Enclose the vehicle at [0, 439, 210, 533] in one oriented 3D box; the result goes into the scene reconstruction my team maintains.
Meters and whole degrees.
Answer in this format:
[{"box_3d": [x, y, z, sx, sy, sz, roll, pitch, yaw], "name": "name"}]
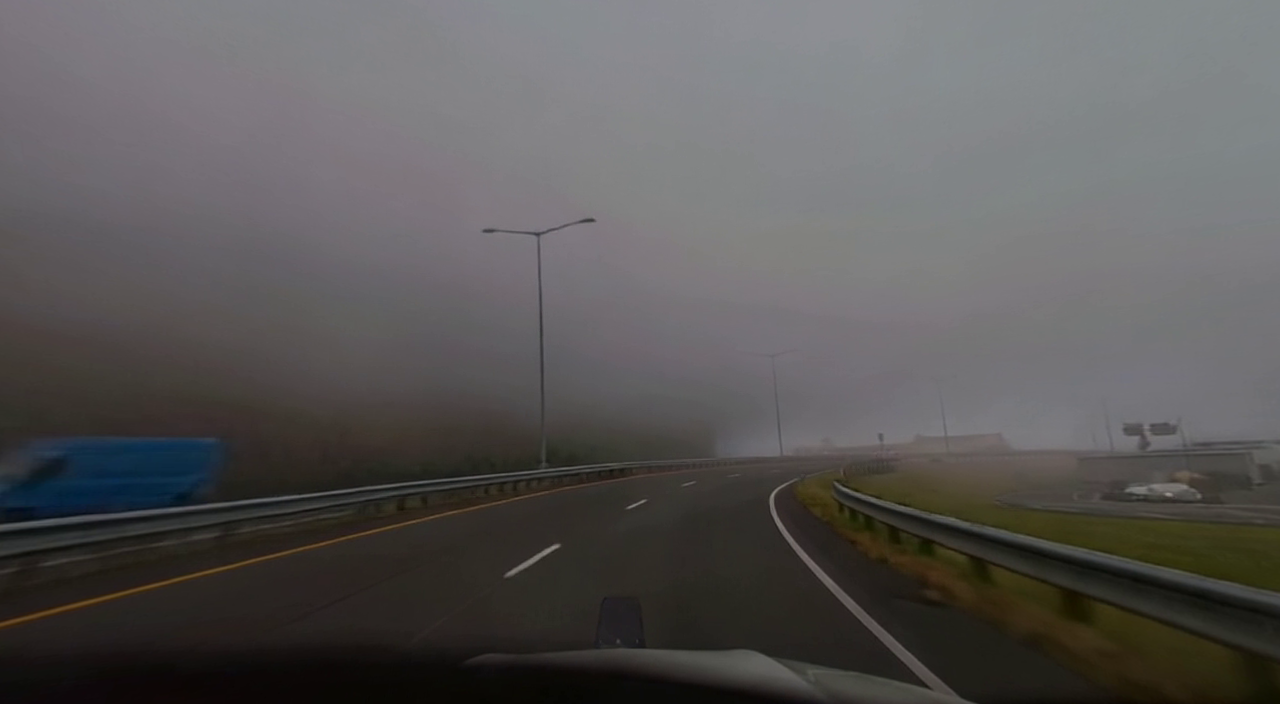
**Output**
[{"box_3d": [-12.424, 2.844, 13.922, 2.009, 1.707, 4.571, -2, -9, 9], "name": "vehicle"}]
